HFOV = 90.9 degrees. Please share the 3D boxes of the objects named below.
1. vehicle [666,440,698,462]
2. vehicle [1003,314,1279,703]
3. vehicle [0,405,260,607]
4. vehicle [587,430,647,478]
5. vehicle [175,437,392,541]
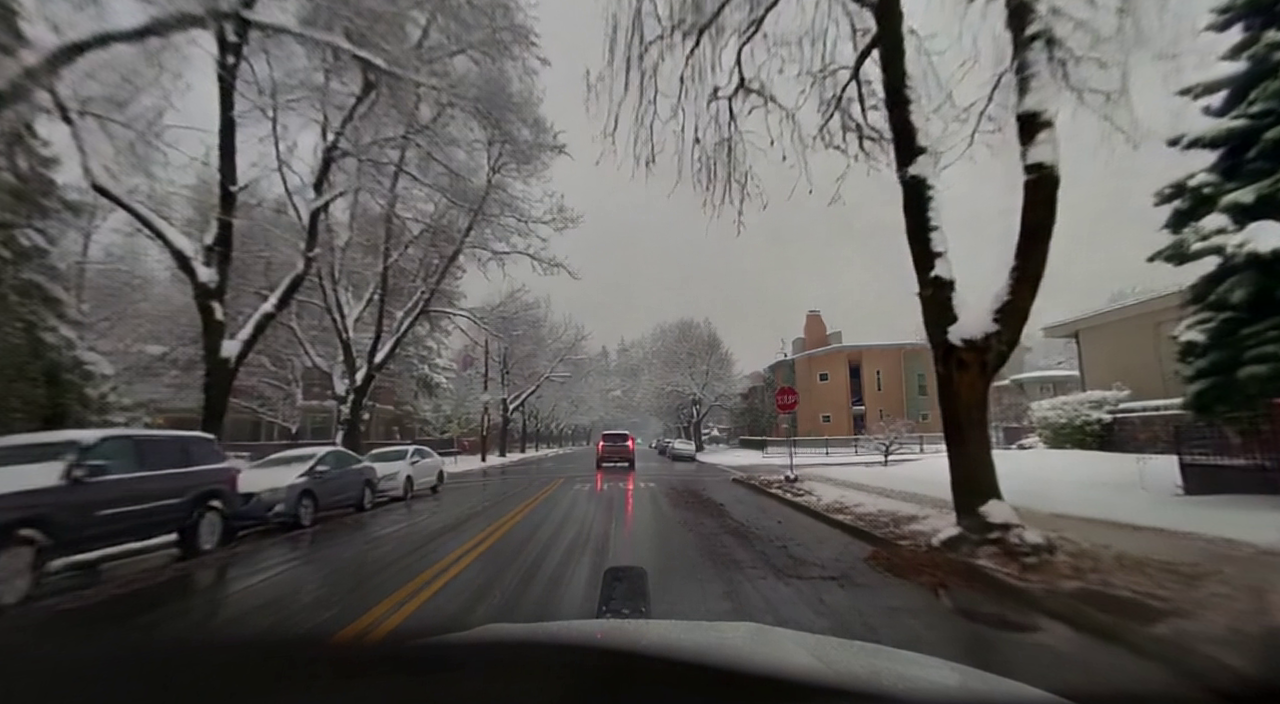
[{"bbox_3d":[3.145,7.546,48.151,1.987,1.608,3.883,1,-8,-3],"label":"vehicle"},{"bbox_3d":[2.620,0.565,0.385,2.071,1.608,4.547,0,-7,0],"label":"vehicle"},{"bbox_3d":[-6.186,1.557,6.434,1.899,1.615,4.624,-7,-8,-3],"label":"vehicle"},{"bbox_3d":[-0.892,4.017,25.121,2.172,1.722,4.201,0,-8,-2],"label":"vehicle"},{"bbox_3d":[-6.507,2.513,12.185,1.975,1.515,4.179,-3,-9,-3],"label":"vehicle"}]
